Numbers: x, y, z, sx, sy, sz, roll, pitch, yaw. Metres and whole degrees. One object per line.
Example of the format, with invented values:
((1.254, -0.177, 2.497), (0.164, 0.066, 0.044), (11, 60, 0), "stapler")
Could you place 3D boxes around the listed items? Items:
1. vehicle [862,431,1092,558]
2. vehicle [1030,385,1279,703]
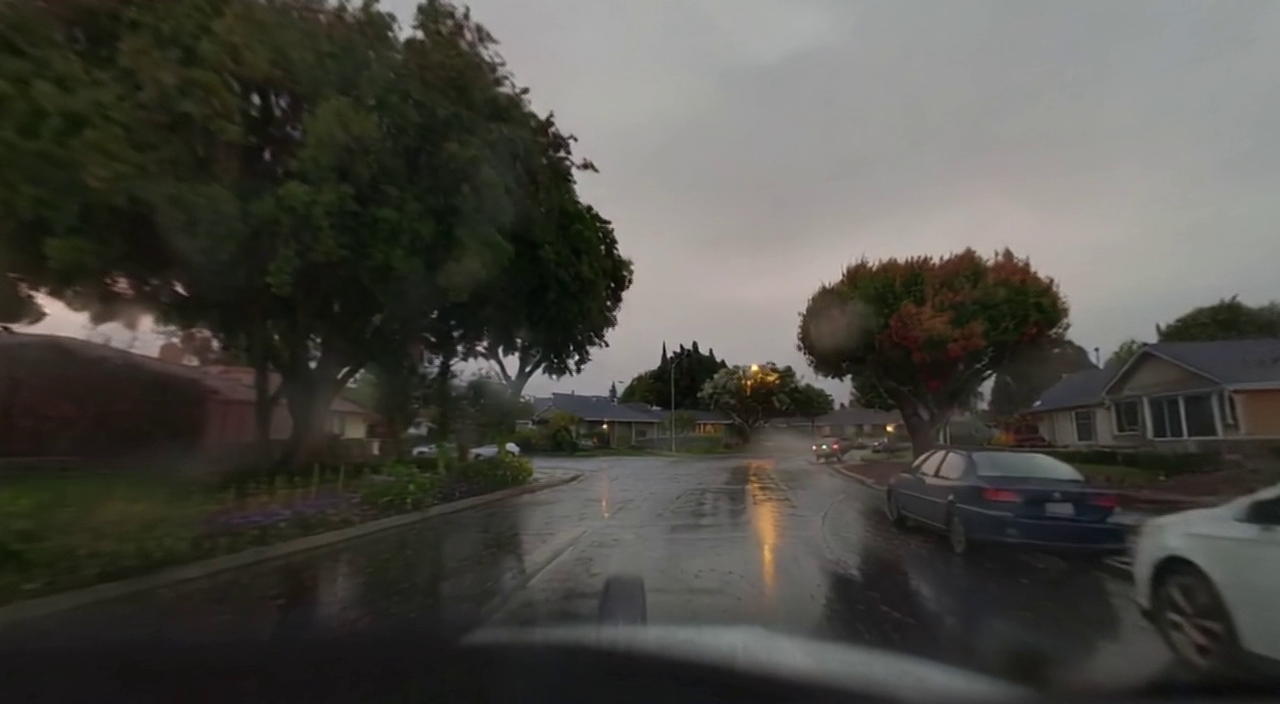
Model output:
((4.909, 2.102, 9.994), (2.026, 1.458, 4.225), (1, -9, 11), "vehicle")
((3.918, 0.930, 2.494), (2.075, 1.657, 4.648), (-1, -9, 5), "vehicle")
